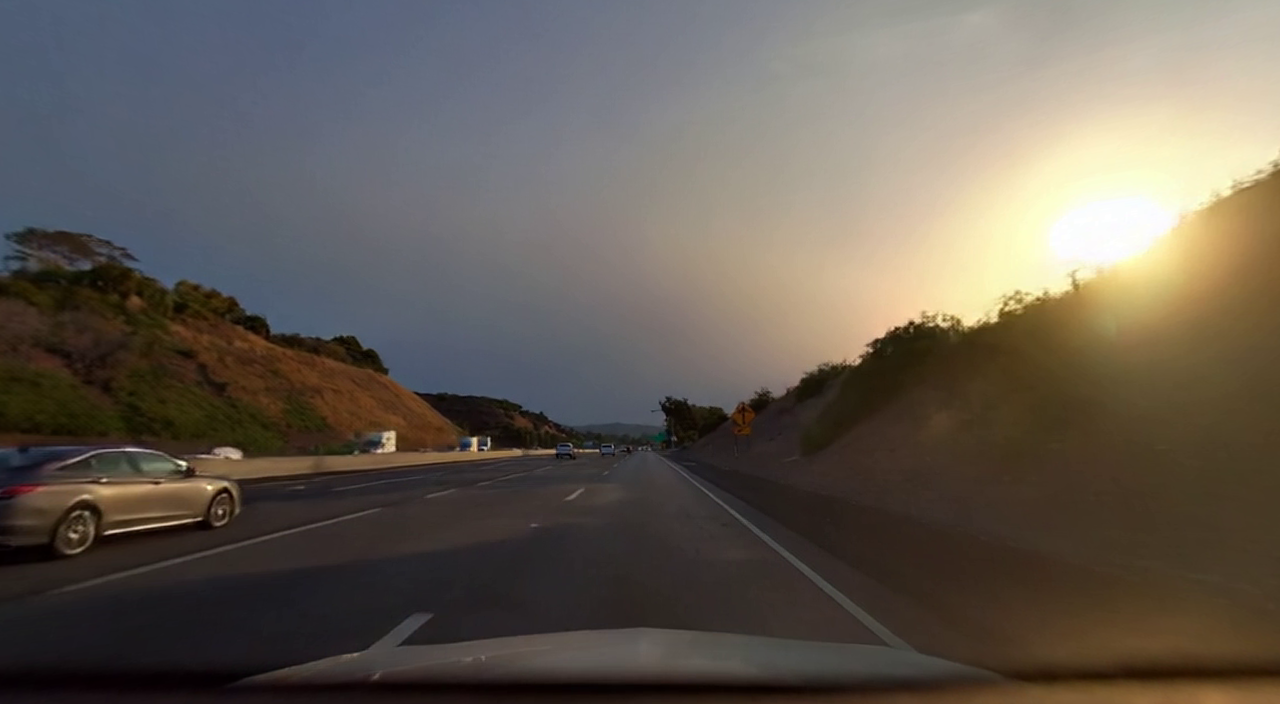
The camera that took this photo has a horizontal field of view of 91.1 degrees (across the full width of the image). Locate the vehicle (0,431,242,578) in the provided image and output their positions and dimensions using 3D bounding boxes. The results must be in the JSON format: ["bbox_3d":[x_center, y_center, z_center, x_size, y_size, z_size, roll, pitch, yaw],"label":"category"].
[{"bbox_3d":[-7.433,1.754,7.770,1.949,1.465,4.563,0,-8,1],"label":"vehicle"}]
